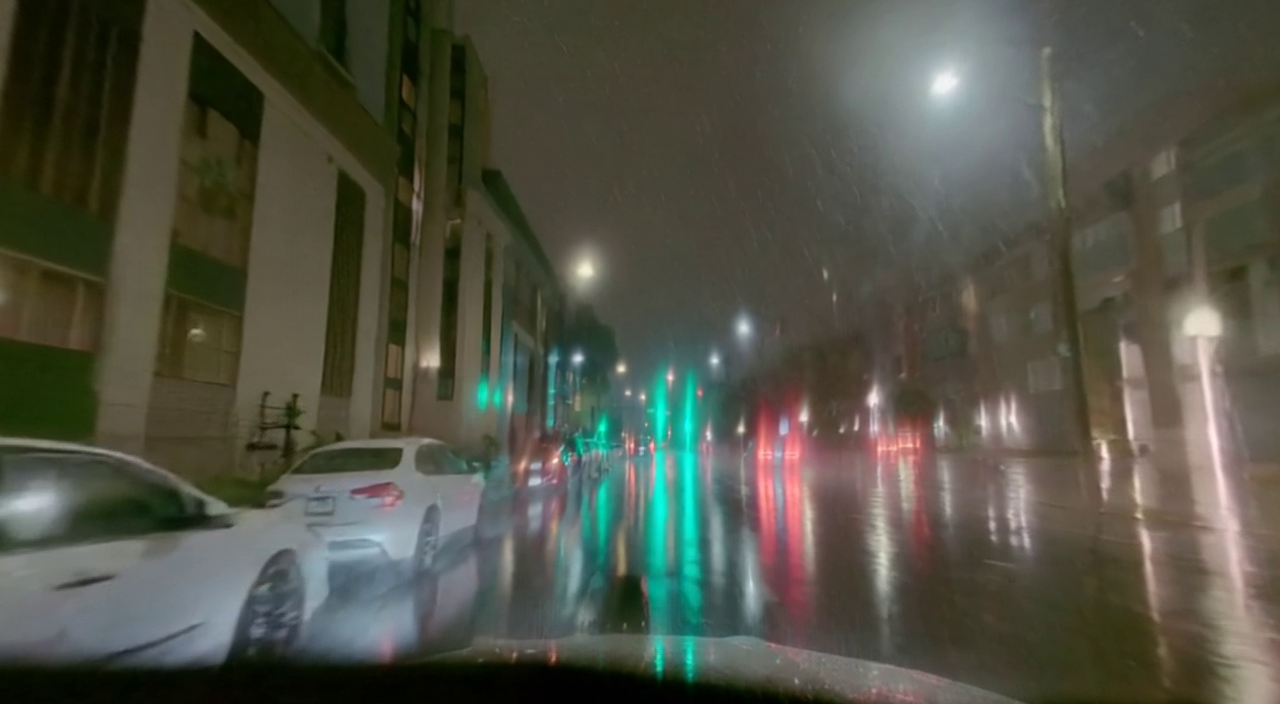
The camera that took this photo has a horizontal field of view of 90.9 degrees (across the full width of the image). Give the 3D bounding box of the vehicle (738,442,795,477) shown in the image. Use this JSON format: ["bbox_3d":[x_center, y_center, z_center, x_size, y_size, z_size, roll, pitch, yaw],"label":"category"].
[{"bbox_3d":[5.636,4.812,28.446,1.799,1.463,3.464,0,-9,-1],"label":"vehicle"}]

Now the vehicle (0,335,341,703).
[{"bbox_3d":[-3.182,0.773,1.981,2.151,1.662,4.496,0,-9,2],"label":"vehicle"}]

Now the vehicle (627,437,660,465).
[{"bbox_3d":[0.252,6.513,41.548,2.122,1.689,3.885,0,-9,1],"label":"vehicle"}]

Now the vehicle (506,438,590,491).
[{"bbox_3d":[-2.784,3.528,20.083,1.843,1.482,4.310,-1,-9,3],"label":"vehicle"}]
